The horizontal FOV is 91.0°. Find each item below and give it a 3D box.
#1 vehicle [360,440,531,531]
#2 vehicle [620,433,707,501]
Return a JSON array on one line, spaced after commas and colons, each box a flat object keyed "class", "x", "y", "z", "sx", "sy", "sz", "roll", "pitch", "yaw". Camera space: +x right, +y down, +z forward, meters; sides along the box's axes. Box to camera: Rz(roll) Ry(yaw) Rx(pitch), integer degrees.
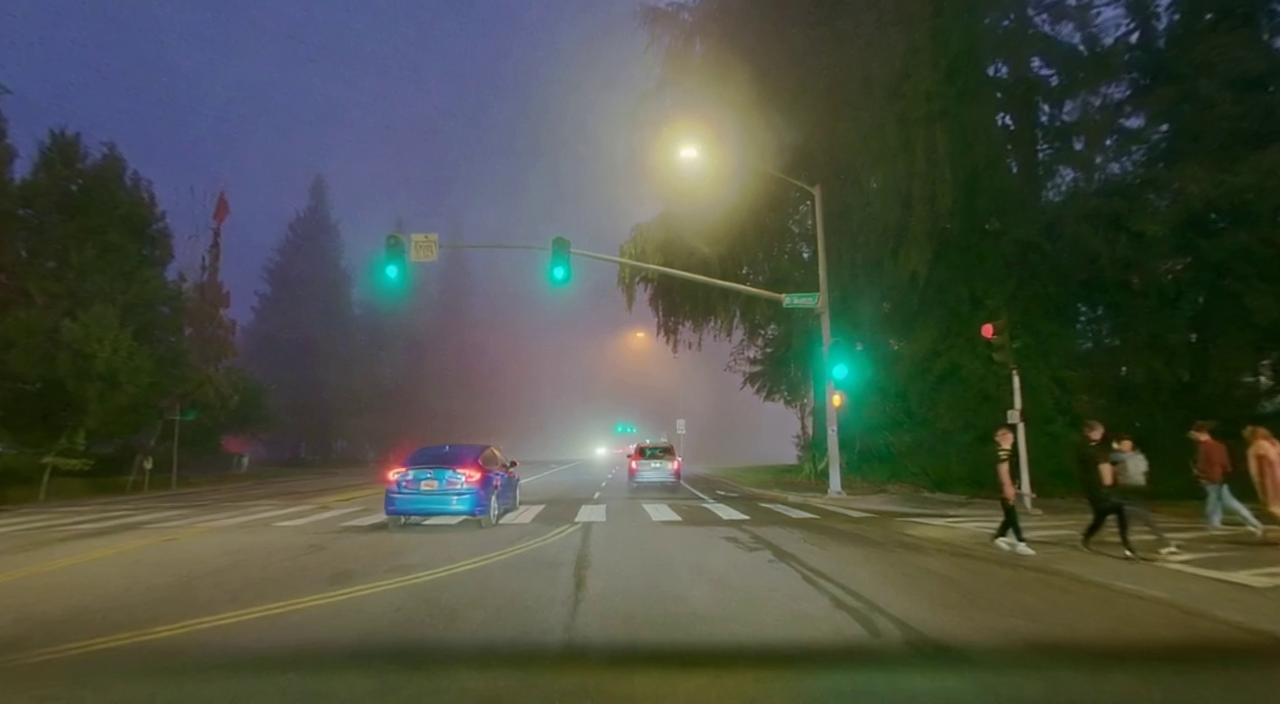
[{"class": "vehicle", "x": -3.506, "y": 2.468, "z": 12.270, "sx": 2.036, "sy": 1.447, "sz": 4.044, "roll": 0, "pitch": -8, "yaw": 0}, {"class": "vehicle", "x": 0.563, "y": 3.417, "z": 19.165, "sx": 2.215, "sy": 1.799, "sz": 4.426, "roll": 0, "pitch": -8, "yaw": -3}]
